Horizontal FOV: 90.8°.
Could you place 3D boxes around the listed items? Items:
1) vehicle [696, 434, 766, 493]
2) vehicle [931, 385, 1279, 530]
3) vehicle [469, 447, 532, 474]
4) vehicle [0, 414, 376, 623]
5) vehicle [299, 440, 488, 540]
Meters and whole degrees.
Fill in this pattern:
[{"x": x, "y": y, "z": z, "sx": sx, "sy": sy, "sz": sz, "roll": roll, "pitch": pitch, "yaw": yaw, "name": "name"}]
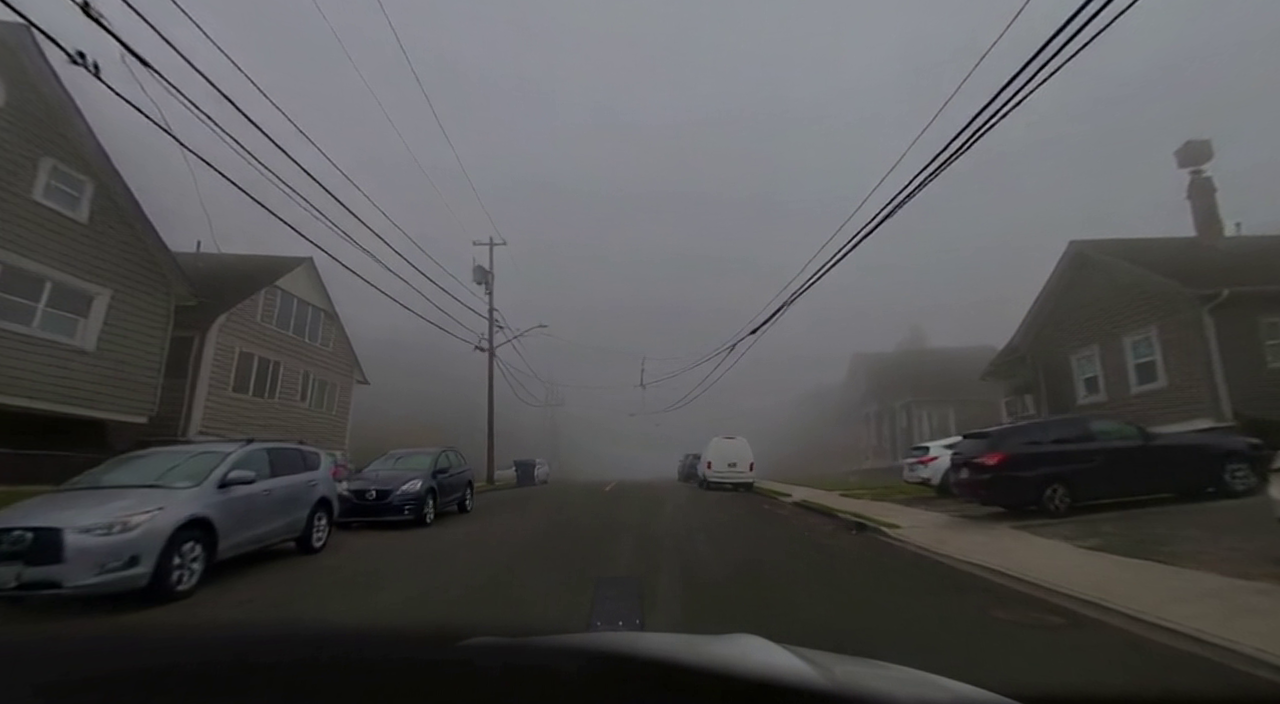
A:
[{"x": 3.652, "y": 4.574, "z": 26.211, "sx": 2.343, "sy": 2.229, "sz": 4.199, "roll": 0, "pitch": -9, "yaw": 1, "name": "vehicle"}, {"x": 8.365, "y": 1.758, "z": 10.765, "sx": 5.615, "sy": 1.787, "sz": 2.014, "roll": -6, "pitch": -11, "yaw": 1, "name": "vehicle"}, {"x": -9.110, "y": 7.097, "z": 41.430, "sx": 3.684, "sy": 1.628, "sz": 1.792, "roll": 0, "pitch": -7, "yaw": 1, "name": "vehicle"}, {"x": -4.874, "y": 1.624, "z": 7.246, "sx": 1.967, "sy": 1.656, "sz": 3.924, "roll": 2, "pitch": -7, "yaw": 0, "name": "vehicle"}, {"x": -4.472, "y": 2.509, "z": 12.362, "sx": 1.960, "sy": 1.507, "sz": 4.542, "roll": 0, "pitch": -7, "yaw": -1, "name": "vehicle"}]
